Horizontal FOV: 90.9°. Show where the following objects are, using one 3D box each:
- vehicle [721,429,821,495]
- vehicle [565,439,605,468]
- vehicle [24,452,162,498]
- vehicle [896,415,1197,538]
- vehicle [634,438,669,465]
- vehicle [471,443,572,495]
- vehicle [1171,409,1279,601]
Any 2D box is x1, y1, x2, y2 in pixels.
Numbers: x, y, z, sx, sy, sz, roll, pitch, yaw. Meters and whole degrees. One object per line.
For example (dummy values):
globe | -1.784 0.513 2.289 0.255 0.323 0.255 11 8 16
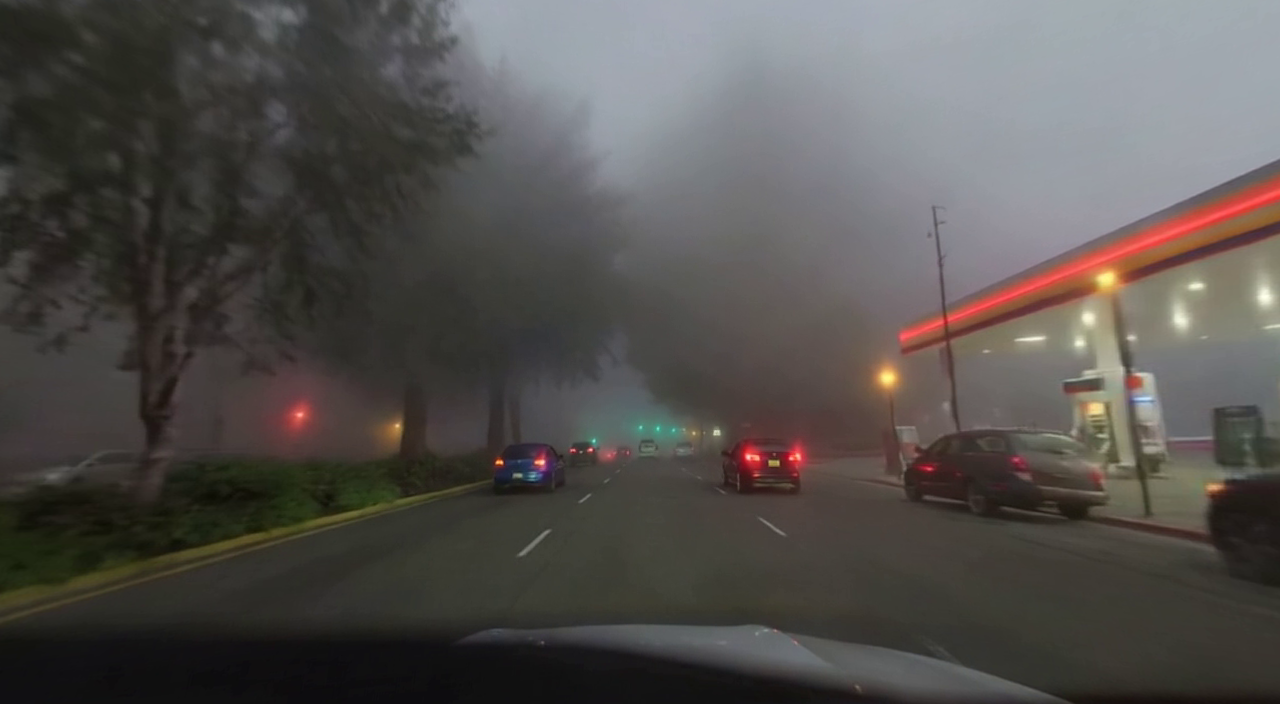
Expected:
vehicle | 3.765 3.255 19.055 1.980 1.709 4.813 0 -8 0
vehicle | -3.241 6.093 37.976 1.988 1.645 3.995 0 -8 1
vehicle | -22.195 4.948 25.835 1.821 1.645 4.211 0 -8 1
vehicle | 7.102 2.212 11.983 2.189 1.783 5.122 1 -8 -2
vehicle | 0.728 6.559 41.552 2.192 1.674 4.124 0 -8 0
vehicle | -3.349 3.383 18.726 2.013 1.354 4.393 0 -8 2
vehicle | 6.884 1.183 4.367 2.417 1.736 5.043 -1 -9 7
